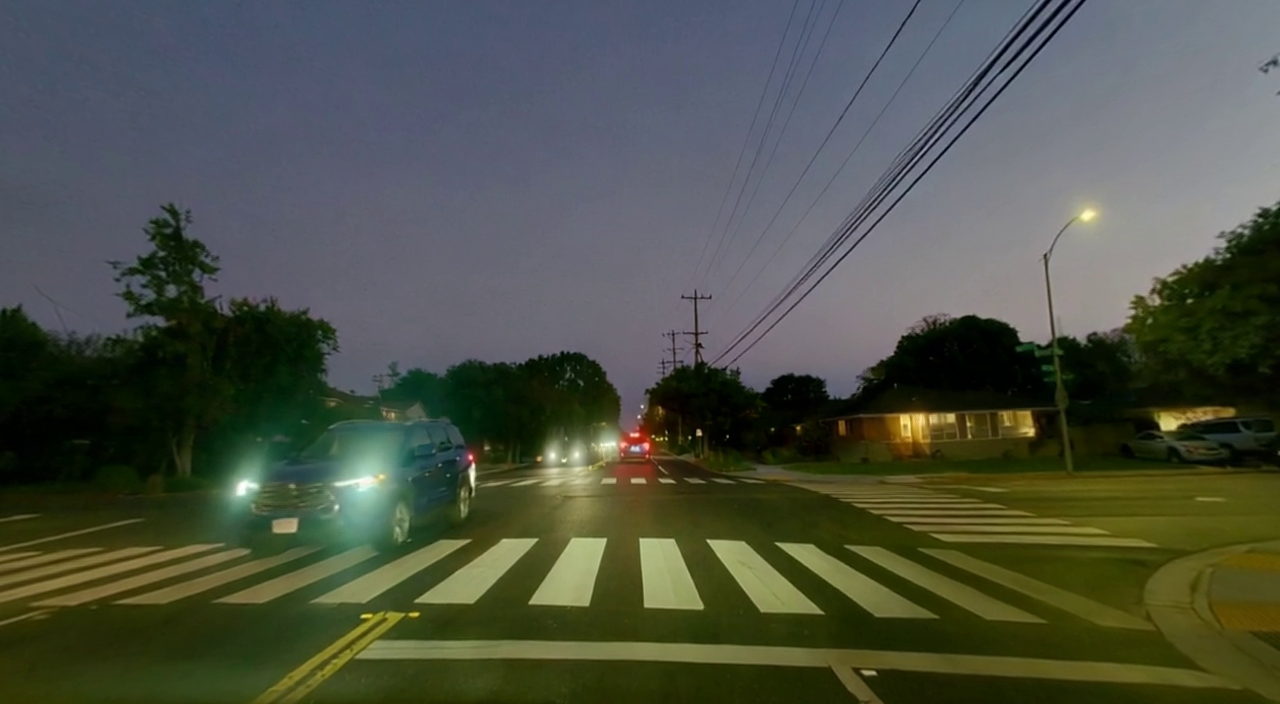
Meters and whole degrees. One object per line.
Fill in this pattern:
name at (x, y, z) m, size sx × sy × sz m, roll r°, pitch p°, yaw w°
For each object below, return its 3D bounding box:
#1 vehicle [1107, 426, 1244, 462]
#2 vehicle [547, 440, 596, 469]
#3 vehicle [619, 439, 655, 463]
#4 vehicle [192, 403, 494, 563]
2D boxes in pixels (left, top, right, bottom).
vehicle at (23.416, 4.056, 27.912) m, size 1.841 × 1.448 × 4.688 m, roll 0°, pitch -8°, yaw -1°
vehicle at (-3.607, 5.491, 34.019) m, size 2.102 × 1.463 × 4.024 m, roll 0°, pitch -8°, yaw 1°
vehicle at (-0.216, 6.463, 41.364) m, size 2.209 × 1.501 × 4.208 m, roll 0°, pitch -8°, yaw -1°
vehicle at (-3.849, 1.798, 9.406) m, size 2.330 × 1.768 × 4.553 m, roll 0°, pitch -8°, yaw -1°
